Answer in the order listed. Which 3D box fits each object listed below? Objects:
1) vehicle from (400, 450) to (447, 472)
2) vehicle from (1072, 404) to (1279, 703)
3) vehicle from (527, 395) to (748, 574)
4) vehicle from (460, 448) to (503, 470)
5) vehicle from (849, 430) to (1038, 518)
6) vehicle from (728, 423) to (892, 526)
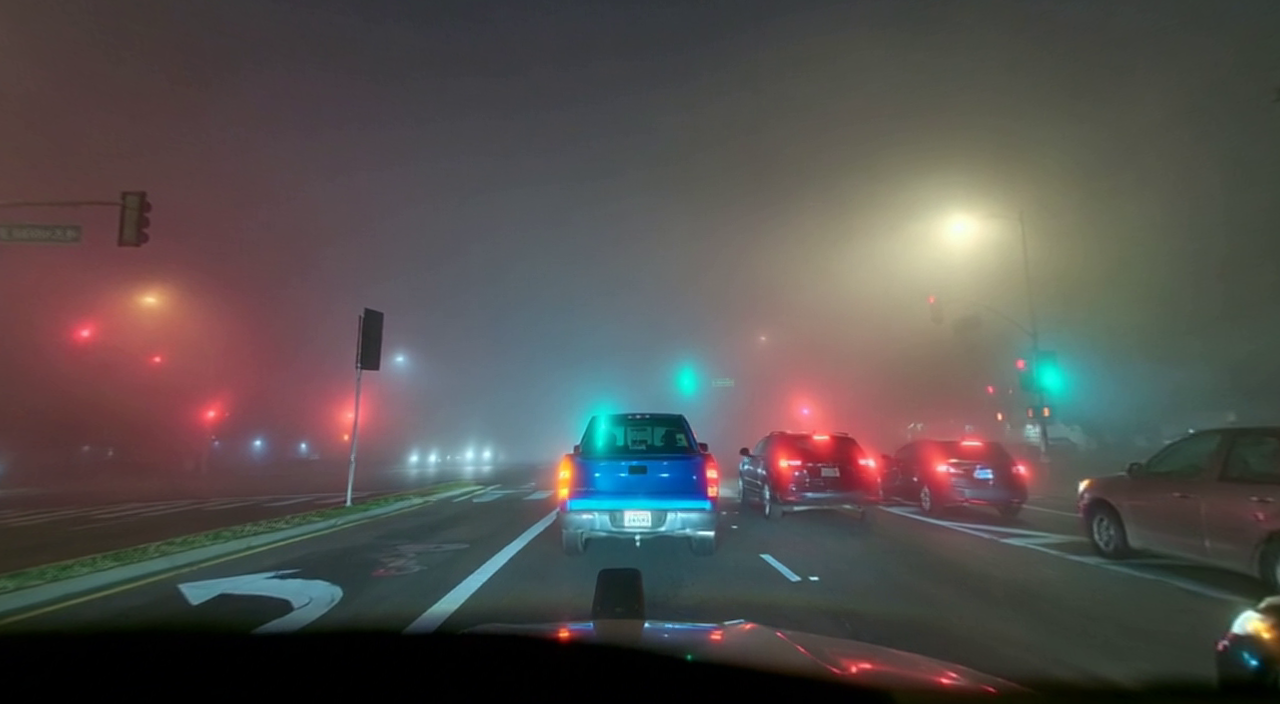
[{"bbox_3d":[-15.823,7.943,46.413,1.915,1.491,4.347,0,-8,0],"label":"vehicle"},{"bbox_3d":[3.247,0.735,0.965,2.057,1.463,4.365,0,-8,0],"label":"vehicle"},{"bbox_3d":[-0.125,1.740,9.071,2.344,1.883,4.572,0,-8,-3],"label":"vehicle"},{"bbox_3d":[-11.758,7.971,47.282,1.989,1.459,4.667,0,-8,0],"label":"vehicle"},{"bbox_3d":[6.510,2.643,14.227,2.002,1.651,4.305,0,-8,-2],"label":"vehicle"},{"bbox_3d":[3.215,2.416,13.037,2.013,1.742,4.424,0,-8,-2],"label":"vehicle"}]
